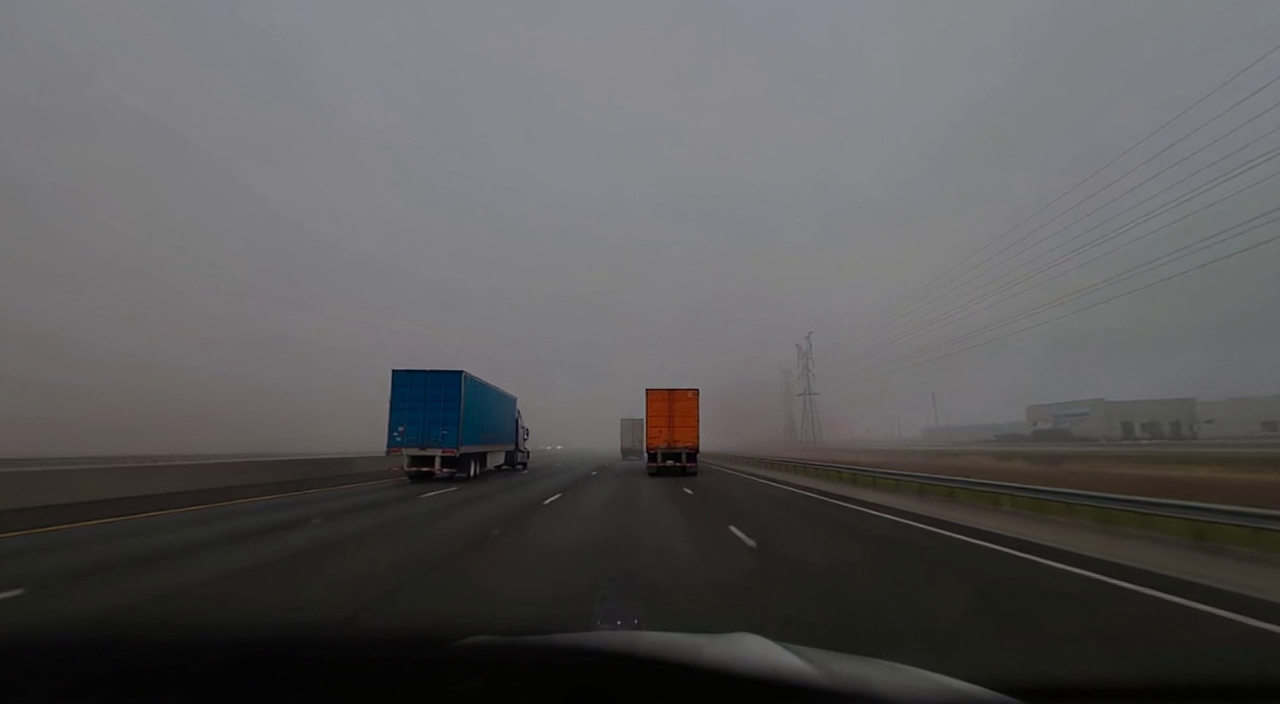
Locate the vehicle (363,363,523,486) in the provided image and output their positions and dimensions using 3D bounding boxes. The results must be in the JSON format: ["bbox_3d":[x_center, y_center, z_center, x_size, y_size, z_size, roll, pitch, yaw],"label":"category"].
[{"bbox_3d":[-7.402,3.146,26.066,2.937,3.981,11.119,0,-8,0],"label":"vehicle"}]

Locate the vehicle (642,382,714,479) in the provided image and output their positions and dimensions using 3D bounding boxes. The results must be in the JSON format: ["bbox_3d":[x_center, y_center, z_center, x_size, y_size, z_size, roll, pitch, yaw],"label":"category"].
[{"bbox_3d":[1.589,3.889,30.431,2.858,3.847,10.034,0,-9,1],"label":"vehicle"}]
